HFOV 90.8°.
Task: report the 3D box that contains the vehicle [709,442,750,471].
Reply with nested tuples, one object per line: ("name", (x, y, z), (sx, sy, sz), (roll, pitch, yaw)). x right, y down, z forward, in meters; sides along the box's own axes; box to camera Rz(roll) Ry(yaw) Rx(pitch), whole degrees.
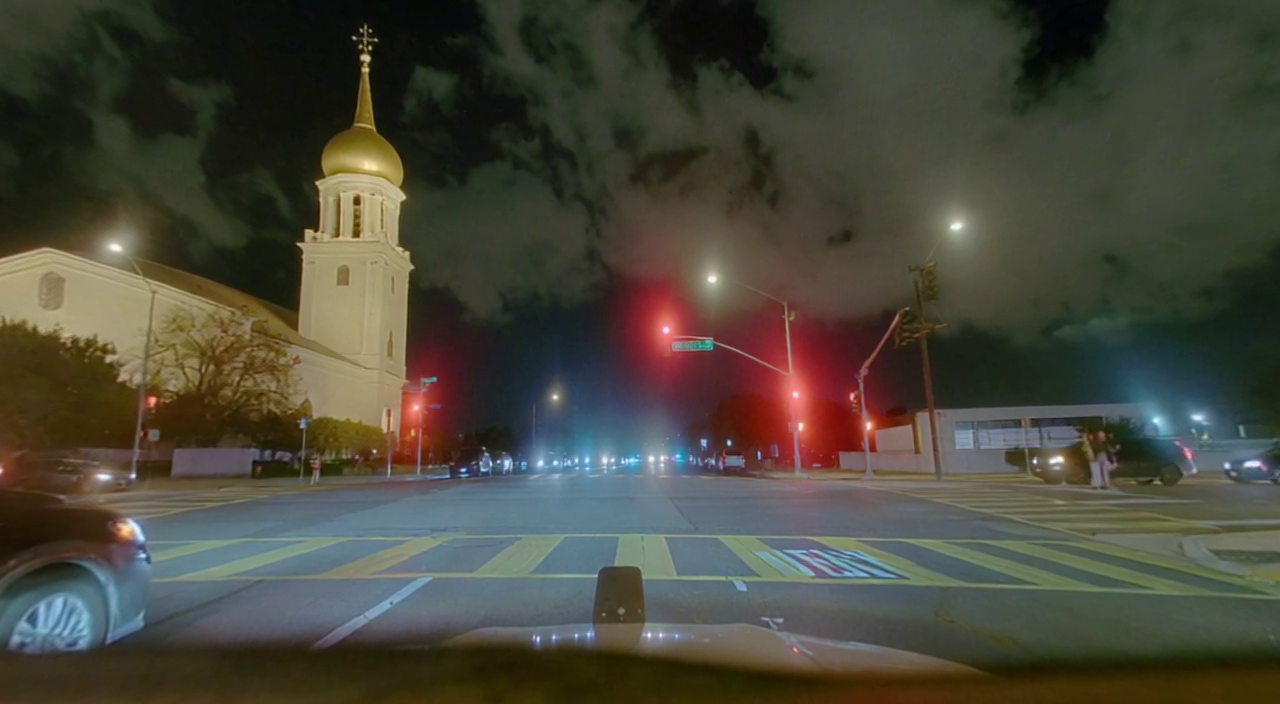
("vehicle", (5.812, 6.836, 41.502), (1.969, 1.776, 4.329), (0, -8, -1))

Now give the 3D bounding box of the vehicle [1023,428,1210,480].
("vehicle", (19.868, 4.288, 26.574), (5.852, 2.057, 2.361), (0, -8, 0))

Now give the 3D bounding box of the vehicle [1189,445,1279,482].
("vehicle", (26.375, 4.687, 26.693), (4.561, 1.475, 1.850), (0, -8, 0))

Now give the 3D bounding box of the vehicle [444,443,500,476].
("vehicle", (-10.245, 6.604, 38.965), (2.076, 1.876, 4.669), (0, -8, 1))

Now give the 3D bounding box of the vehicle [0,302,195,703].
("vehicle", (-3.884, 0.539, 0.917), (2.251, 2.009, 5.688), (0, -8, 1))
